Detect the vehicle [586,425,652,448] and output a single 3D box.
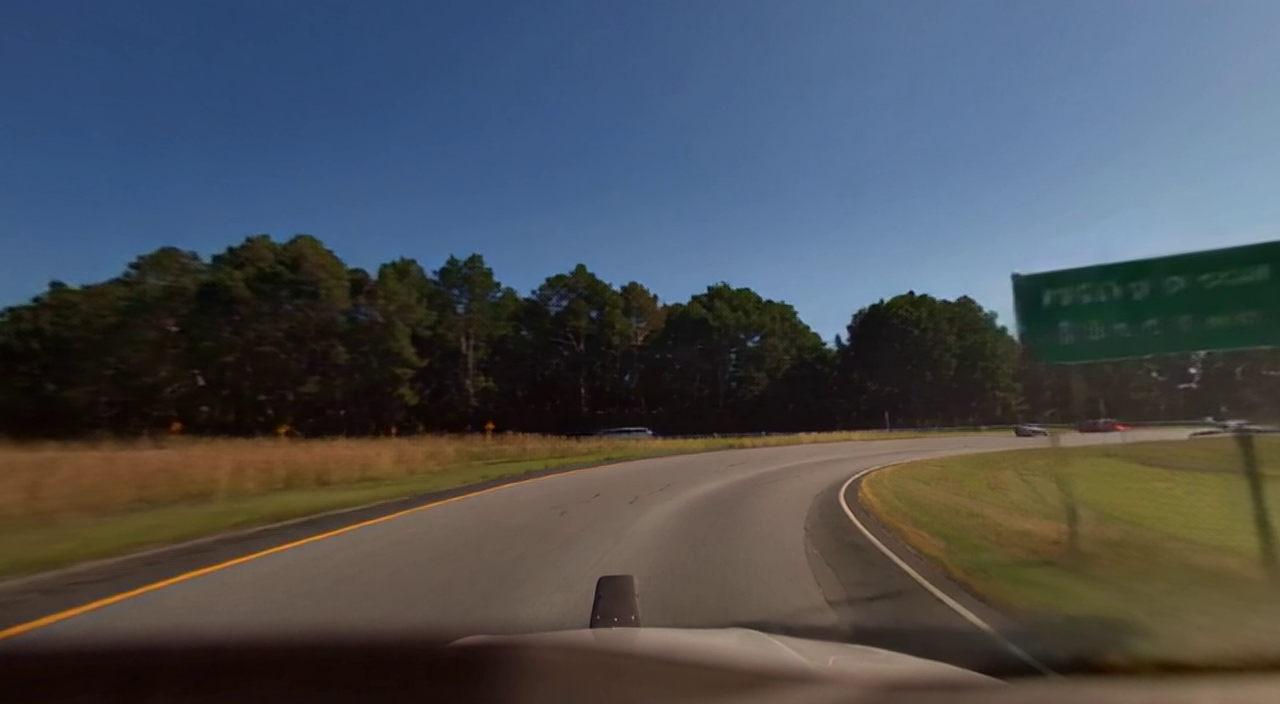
[{"bbox_3d":[-1.547,6.177,46.043,4.415,1.617,1.957,3,-8,-17],"label":"vehicle"}]
